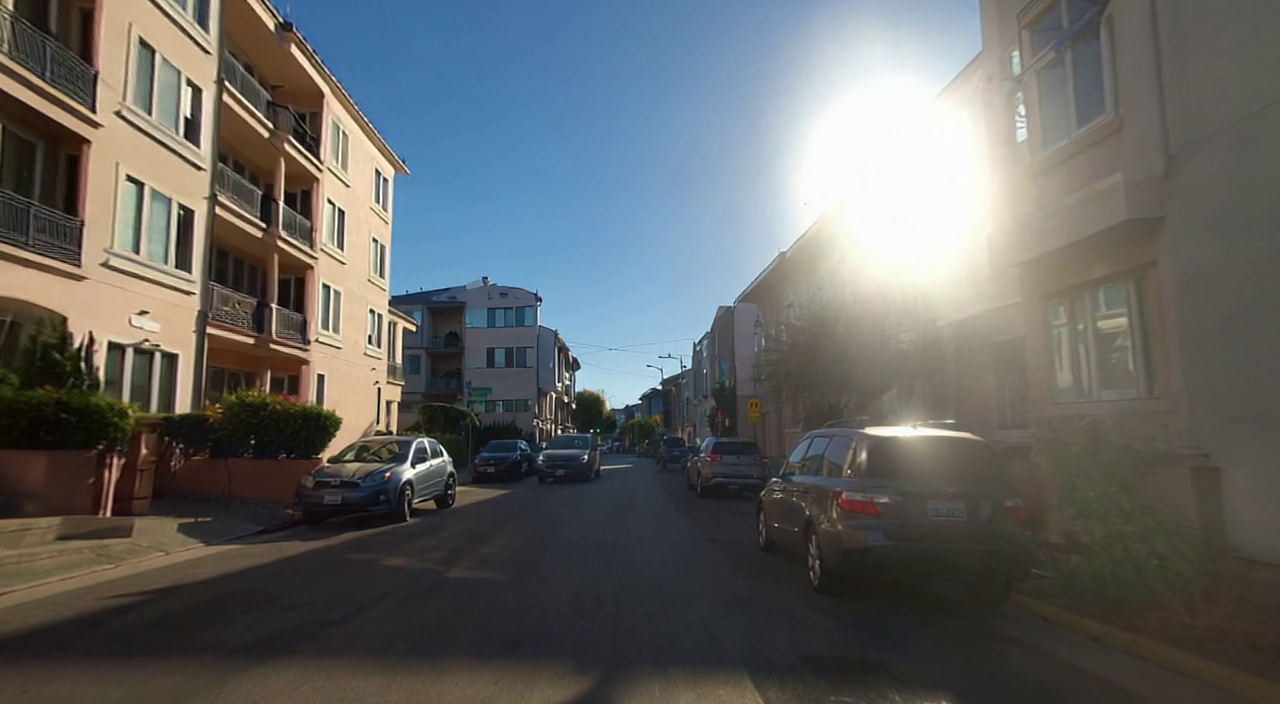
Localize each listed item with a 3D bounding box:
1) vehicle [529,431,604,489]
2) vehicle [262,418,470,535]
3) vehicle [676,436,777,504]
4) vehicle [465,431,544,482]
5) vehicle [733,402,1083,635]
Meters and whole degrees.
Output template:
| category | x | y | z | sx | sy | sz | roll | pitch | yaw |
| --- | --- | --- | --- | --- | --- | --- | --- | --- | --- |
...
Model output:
| category | x | y | z | sx | sy | sz | roll | pitch | yaw |
| --- | --- | --- | --- | --- | --- | --- | --- | --- | --- |
| vehicle | -2.071 | 3.126 | 18.648 | 1.845 | 1.544 | 3.388 | 0 | -8 | 0 |
| vehicle | -4.542 | 2.151 | 11.321 | 1.883 | 1.499 | 4.426 | 6 | -10 | -3 |
| vehicle | 2.005 | 2.863 | 15.893 | 1.786 | 1.447 | 4.314 | 0 | -8 | -2 |
| vehicle | -4.840 | 3.793 | 23.007 | 1.942 | 1.521 | 3.761 | 5 | -9 | 0 |
| vehicle | 2.257 | 1.479 | 6.620 | 1.839 | 1.678 | 3.918 | 0 | -8 | -2 |
